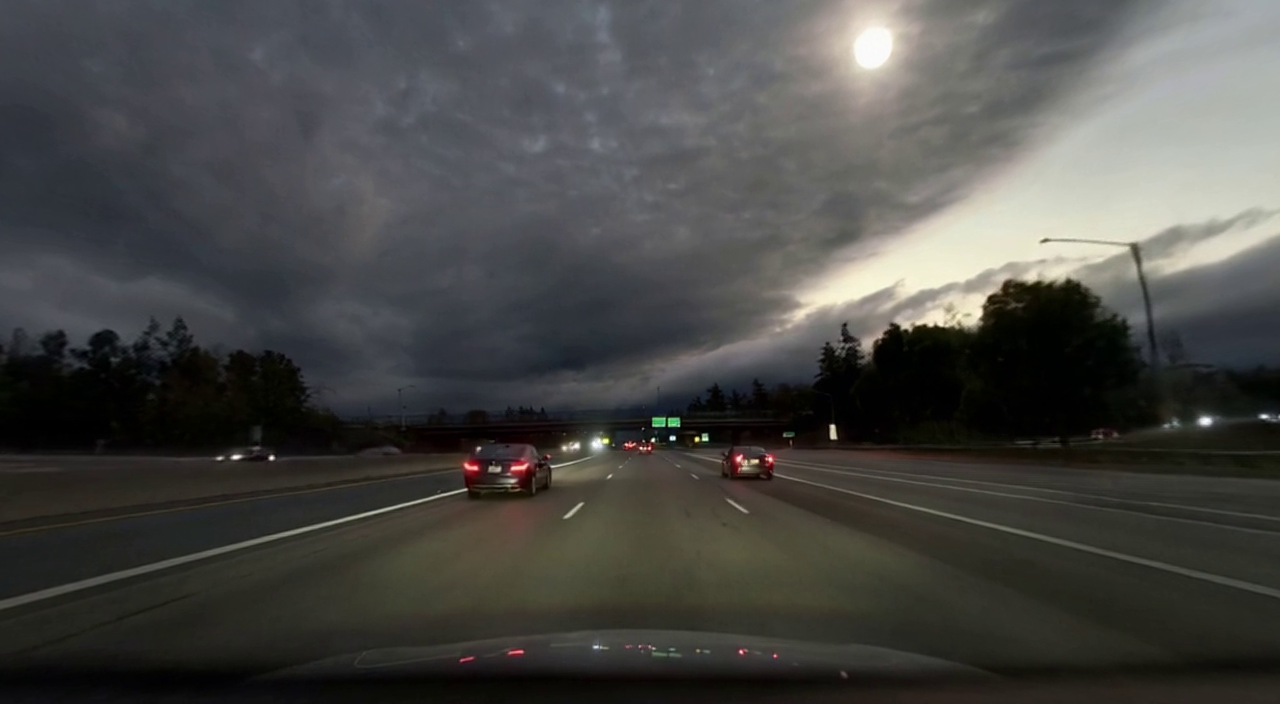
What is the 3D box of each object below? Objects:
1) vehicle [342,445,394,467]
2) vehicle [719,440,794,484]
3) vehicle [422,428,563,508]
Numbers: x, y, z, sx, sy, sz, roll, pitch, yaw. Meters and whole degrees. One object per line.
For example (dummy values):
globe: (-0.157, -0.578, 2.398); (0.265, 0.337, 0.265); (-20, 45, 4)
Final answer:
vehicle: (-21.043, 8.060, 48.983); (1.989, 1.568, 4.593); (0, -8, 1)
vehicle: (4.212, 4.035, 23.475); (1.908, 1.483, 4.259); (0, -8, -1)
vehicle: (-3.505, 2.876, 16.147); (2.259, 1.706, 4.924); (0, -8, 2)
